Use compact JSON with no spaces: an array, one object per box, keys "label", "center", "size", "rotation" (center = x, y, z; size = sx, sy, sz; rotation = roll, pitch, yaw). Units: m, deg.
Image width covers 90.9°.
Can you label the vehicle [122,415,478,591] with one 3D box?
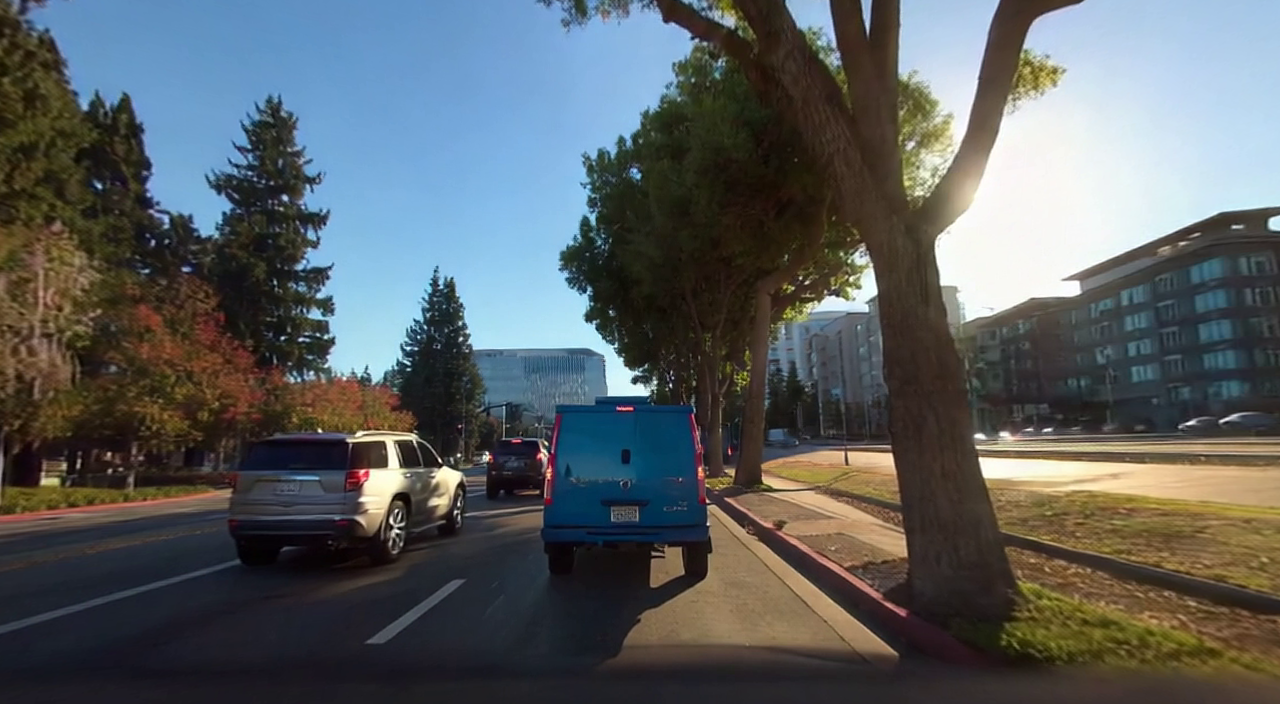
[{"label":"vehicle","center":[-3.771,1.743,8.248],"size":[1.959,1.614,4.676],"rotation":[0,-8,1]}]

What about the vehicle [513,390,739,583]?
[{"label":"vehicle","center":[-0.115,1.539,7.896],"size":[2.075,1.770,4.018],"rotation":[0,-8,0]}]
